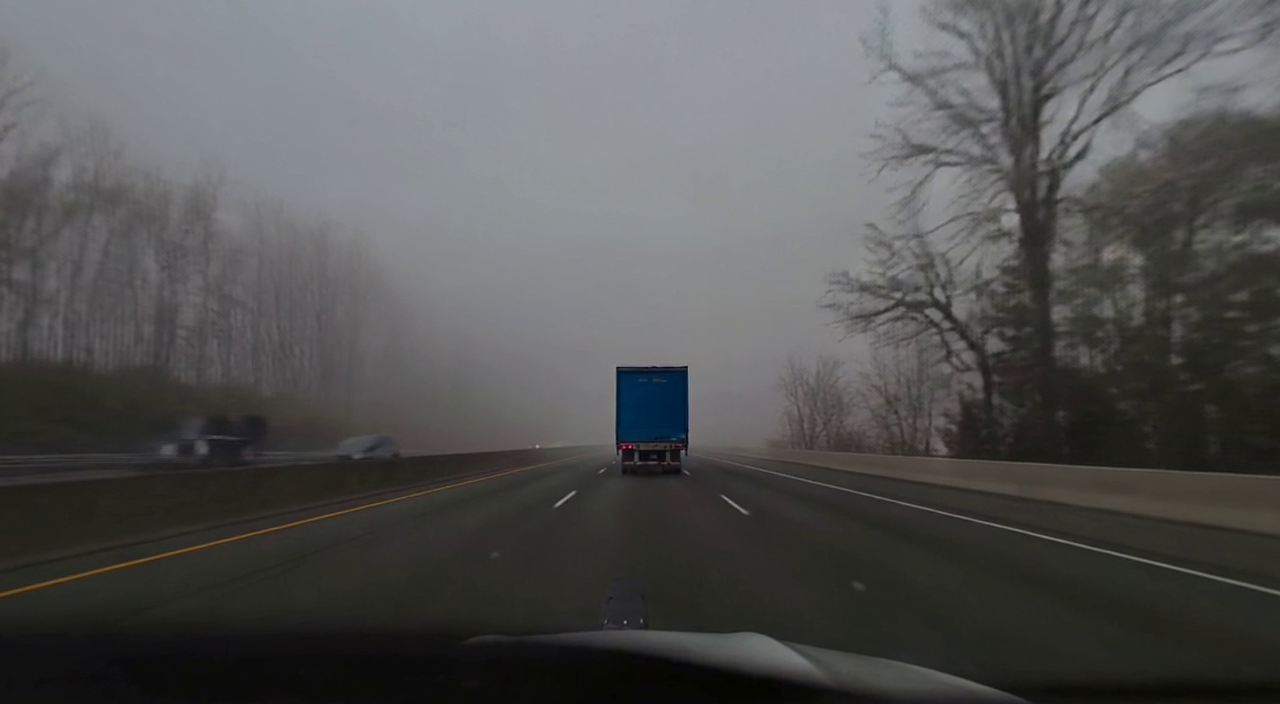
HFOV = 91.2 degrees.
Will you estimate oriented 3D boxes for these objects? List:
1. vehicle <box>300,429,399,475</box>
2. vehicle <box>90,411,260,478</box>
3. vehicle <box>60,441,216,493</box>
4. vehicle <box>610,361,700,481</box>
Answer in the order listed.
[{"bbox_3d":[-13.194,4.566,28.939,2.100,1.906,4.988,0,-8,1],"label":"vehicle"},{"bbox_3d":[-21.170,4.297,29.233,2.361,2.709,7.148,0,-8,1],"label":"vehicle"},{"bbox_3d":[-17.083,3.889,21.699,1.847,1.585,4.252,0,-8,0],"label":"vehicle"},{"bbox_3d":[0.532,3.073,26.458,3.010,4.039,10.481,0,-8,0],"label":"vehicle"}]
